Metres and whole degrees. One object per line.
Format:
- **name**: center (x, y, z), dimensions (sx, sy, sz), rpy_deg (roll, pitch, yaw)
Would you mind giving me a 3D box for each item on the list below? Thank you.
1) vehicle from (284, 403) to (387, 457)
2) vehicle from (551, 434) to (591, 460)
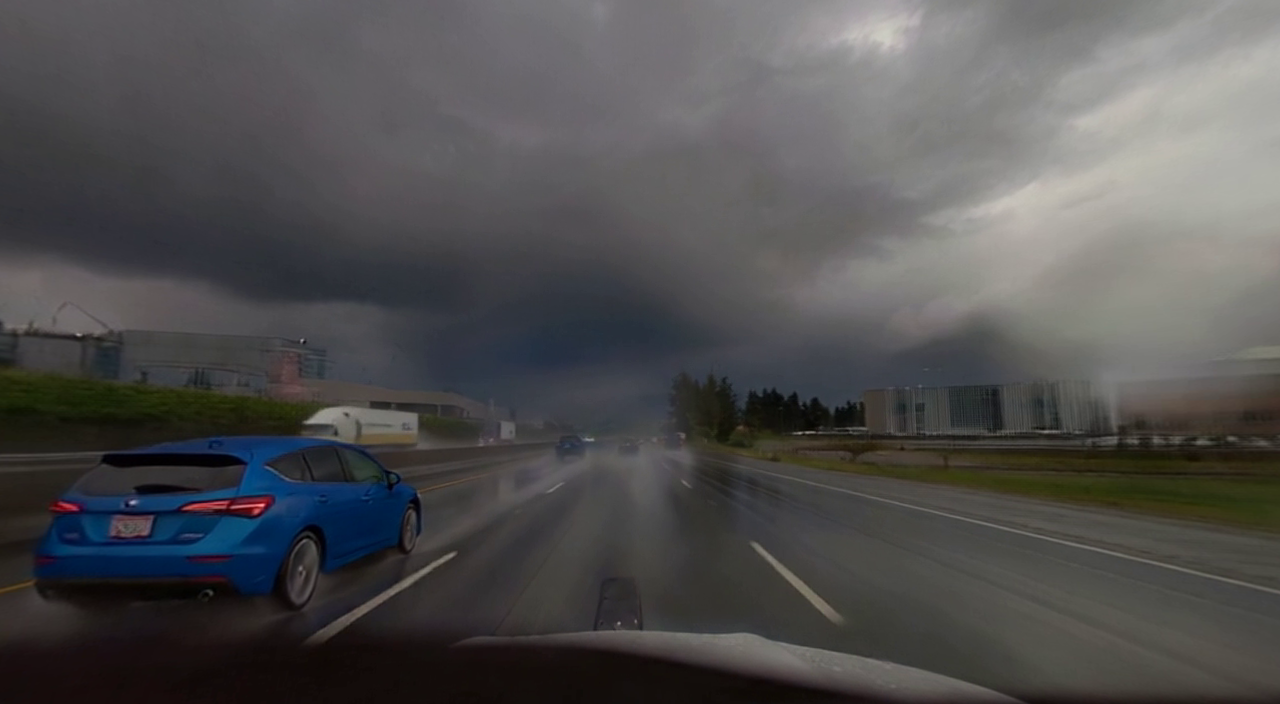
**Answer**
- **vehicle**: center (-21.280, 5.620, 44.640), dimensions (2.876, 3.453, 9.040), rpy_deg (0, -8, -1)
- **vehicle**: center (-4.508, 6.326, 41.922), dimensions (2.271, 1.626, 4.463), rpy_deg (0, -8, -1)
